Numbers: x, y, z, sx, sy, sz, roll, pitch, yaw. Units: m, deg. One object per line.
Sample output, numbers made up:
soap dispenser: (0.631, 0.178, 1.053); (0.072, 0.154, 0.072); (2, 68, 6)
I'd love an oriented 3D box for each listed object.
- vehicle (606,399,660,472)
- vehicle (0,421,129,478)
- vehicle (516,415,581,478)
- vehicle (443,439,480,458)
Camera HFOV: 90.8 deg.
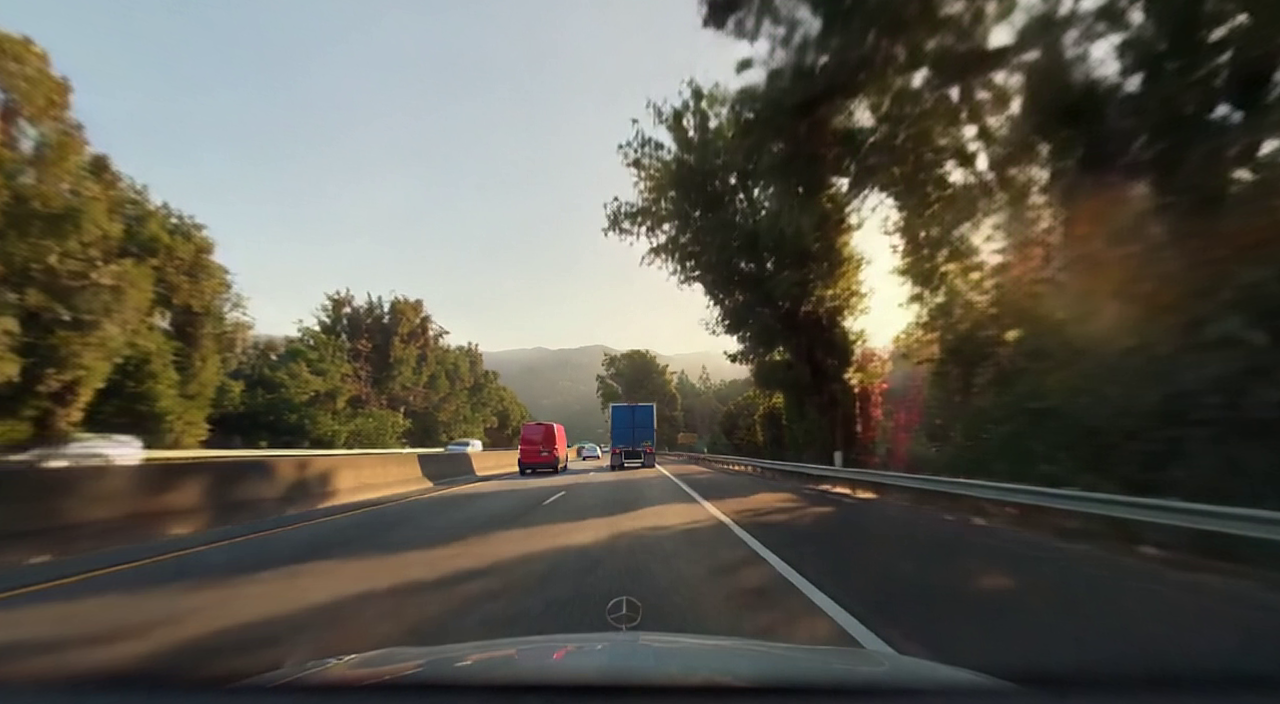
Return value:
vehicle: (-0.465, 5.425, 40.261); (2.995, 4.036, 10.311); (0, -9, -1)
vehicle: (-17.300, 2.828, 18.319); (1.757, 1.478, 3.711); (0, -9, 0)
vehicle: (-4.407, 4.704, 31.417); (2.357, 2.786, 6.144); (0, -9, -1)
vehicle: (-13.980, 7.615, 49.672); (1.766, 1.459, 3.806); (0, -9, 0)
